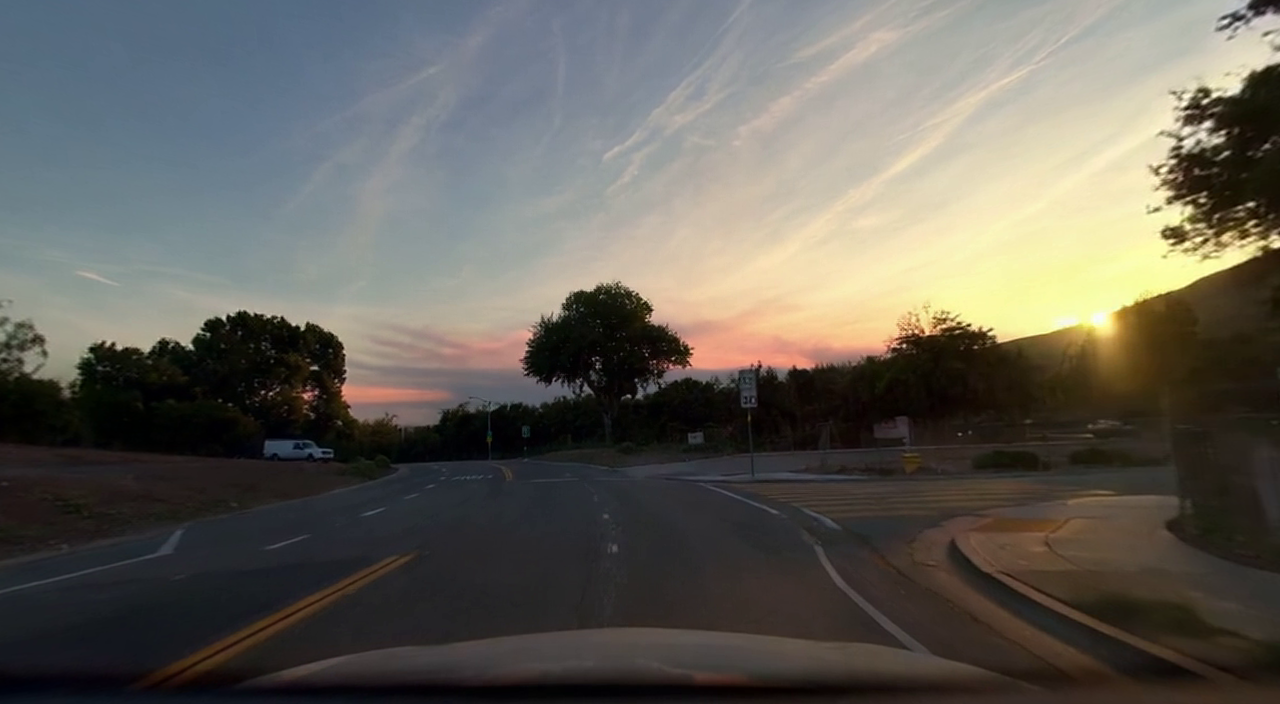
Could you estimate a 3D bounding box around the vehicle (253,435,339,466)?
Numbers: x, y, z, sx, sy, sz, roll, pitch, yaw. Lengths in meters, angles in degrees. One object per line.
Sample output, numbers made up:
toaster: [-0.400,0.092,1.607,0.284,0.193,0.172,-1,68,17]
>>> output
vehicle: [-23.166,6.647,42.516,4.699,1.996,2.116,-2,-9,11]
